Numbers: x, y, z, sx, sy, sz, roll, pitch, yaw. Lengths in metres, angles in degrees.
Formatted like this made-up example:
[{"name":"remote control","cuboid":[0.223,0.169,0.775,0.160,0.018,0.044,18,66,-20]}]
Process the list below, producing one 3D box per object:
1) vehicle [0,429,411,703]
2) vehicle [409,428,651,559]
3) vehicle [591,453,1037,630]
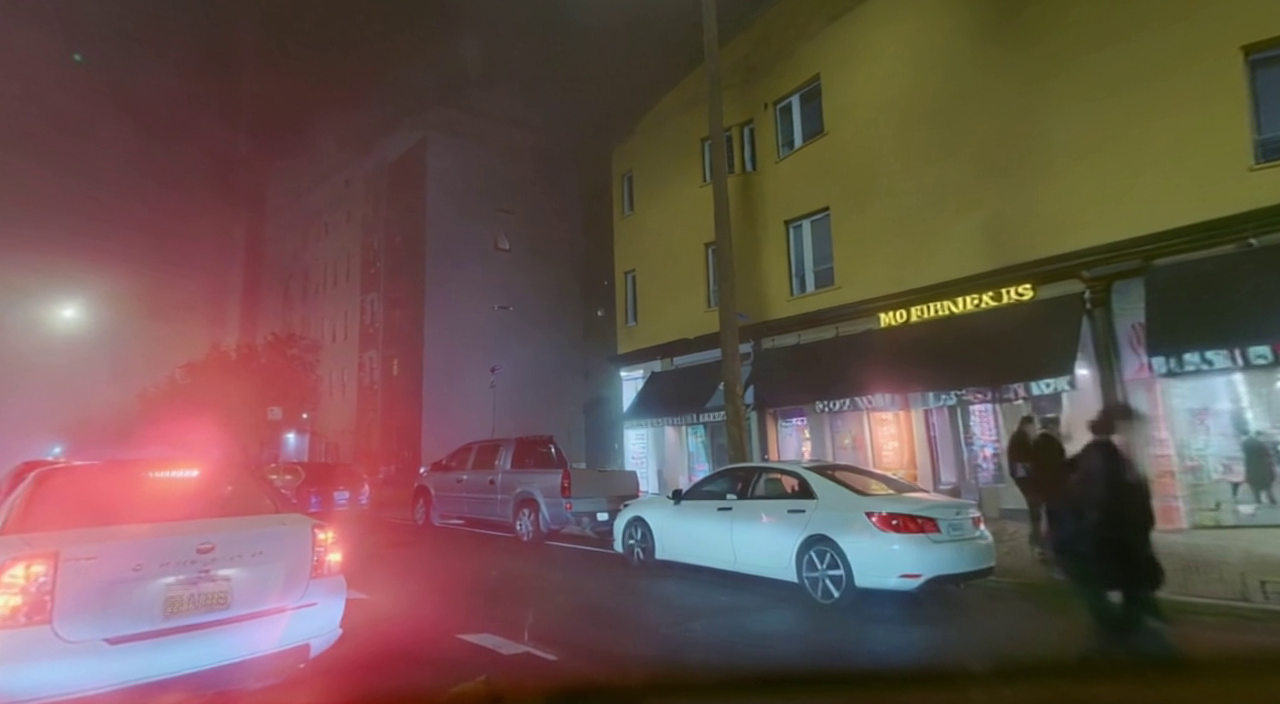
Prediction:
[{"name":"vehicle","cuboid":[-3.488,1.306,4.235,4.330,1.458,1.932,-8,-12,44]},{"name":"vehicle","cuboid":[-2.133,2.377,11.379,4.580,1.853,1.862,-8,-12,42]},{"name":"vehicle","cuboid":[1.750,1.955,7.633,4.830,1.421,1.826,-8,-11,41]}]
